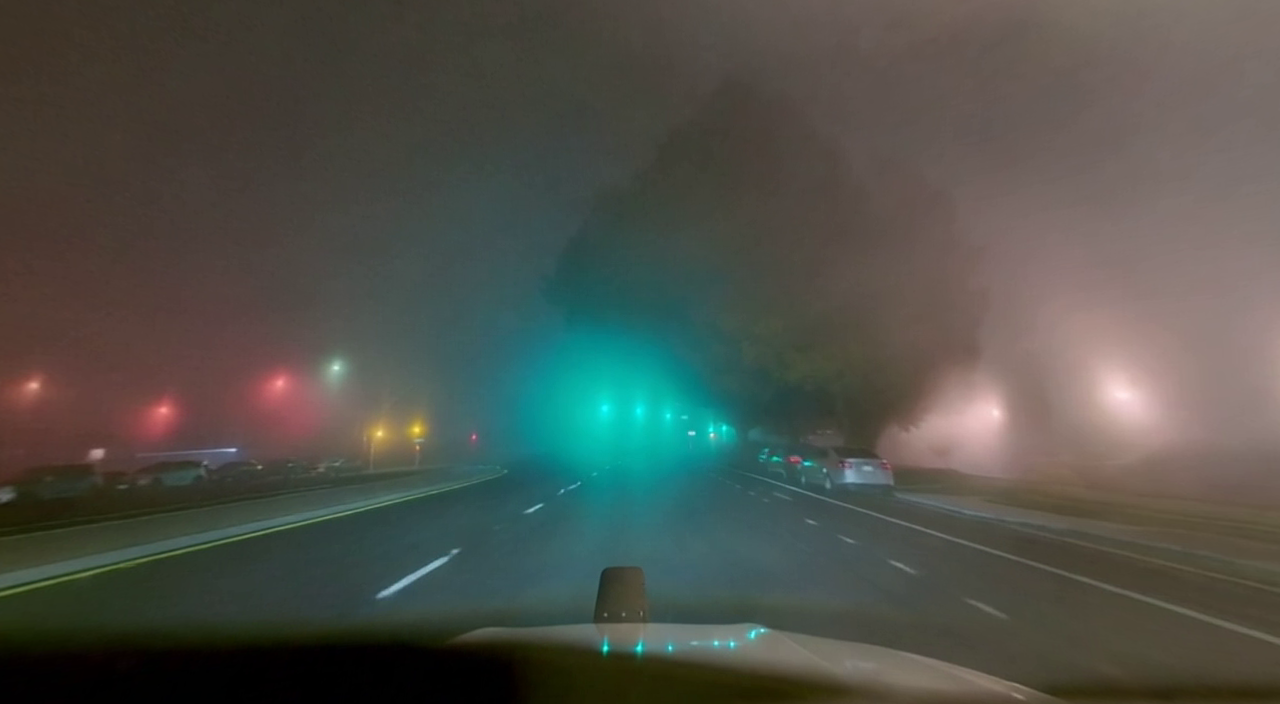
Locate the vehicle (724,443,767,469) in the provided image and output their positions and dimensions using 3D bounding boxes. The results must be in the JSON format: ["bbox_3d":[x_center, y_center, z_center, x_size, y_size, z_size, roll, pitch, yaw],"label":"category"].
[{"bbox_3d":[6.362,6.332,38.336,1.901,1.470,4.580,0,-8,0],"label":"vehicle"}]

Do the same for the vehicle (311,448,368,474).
[{"bbox_3d":[-21.610,7.831,45.309,1.933,1.733,4.518,0,-8,-1],"label":"vehicle"}]

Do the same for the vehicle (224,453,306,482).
[{"bbox_3d":[-21.599,6.640,36.405,1.842,1.496,4.614,0,-8,0],"label":"vehicle"}]

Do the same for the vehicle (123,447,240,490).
[{"bbox_3d":[-21.742,5.511,30.072,2.001,1.839,4.669,0,-8,0],"label":"vehicle"}]

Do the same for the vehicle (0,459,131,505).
[{"bbox_3d":[-21.931,4.789,23.515,1.883,1.450,4.659,0,-8,-1],"label":"vehicle"}]

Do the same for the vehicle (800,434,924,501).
[{"bbox_3d":[6.213,3.274,18.237,1.918,1.662,4.393,0,-8,-1],"label":"vehicle"}]
